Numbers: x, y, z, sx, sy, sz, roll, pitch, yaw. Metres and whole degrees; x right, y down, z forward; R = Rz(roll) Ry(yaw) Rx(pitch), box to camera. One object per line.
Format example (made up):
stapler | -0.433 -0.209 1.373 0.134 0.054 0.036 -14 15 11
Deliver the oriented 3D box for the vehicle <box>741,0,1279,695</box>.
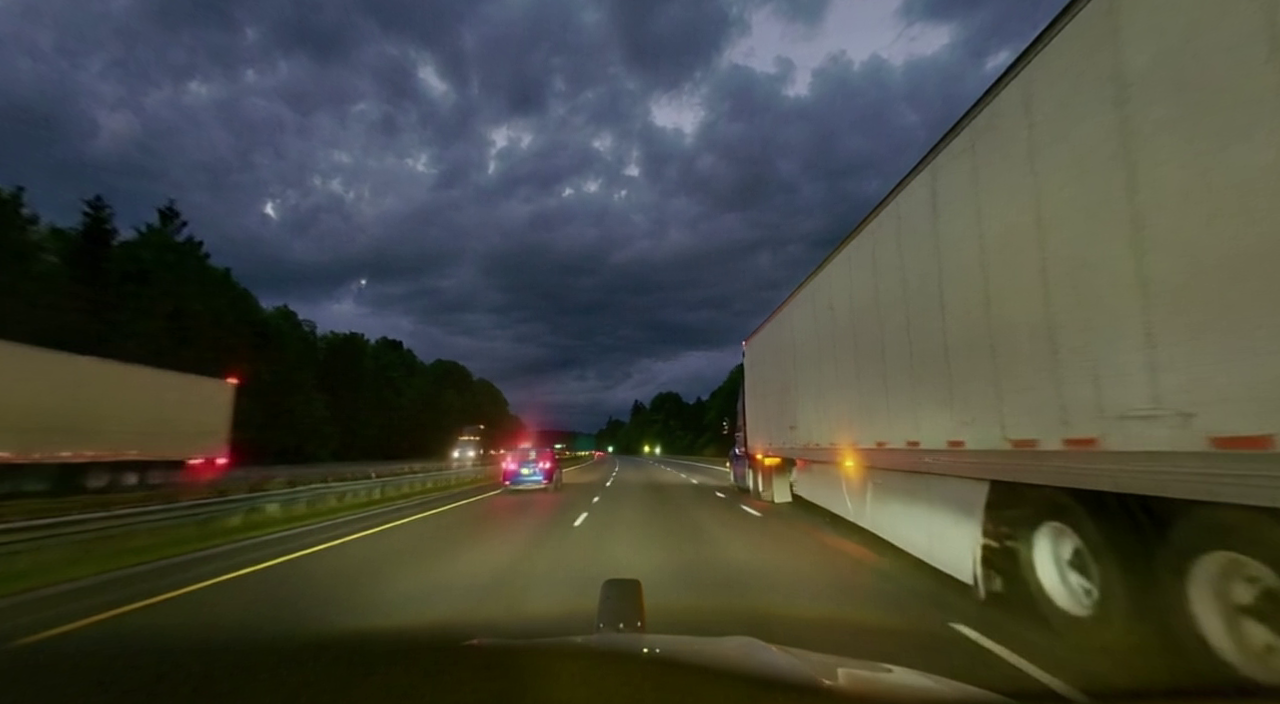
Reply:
vehicle | 4.502 0.174 7.964 3.532 4.201 17.611 0 -9 0

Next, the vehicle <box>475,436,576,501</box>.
vehicle | -3.217 3.391 18.634 2.115 1.670 4.261 0 -9 1
